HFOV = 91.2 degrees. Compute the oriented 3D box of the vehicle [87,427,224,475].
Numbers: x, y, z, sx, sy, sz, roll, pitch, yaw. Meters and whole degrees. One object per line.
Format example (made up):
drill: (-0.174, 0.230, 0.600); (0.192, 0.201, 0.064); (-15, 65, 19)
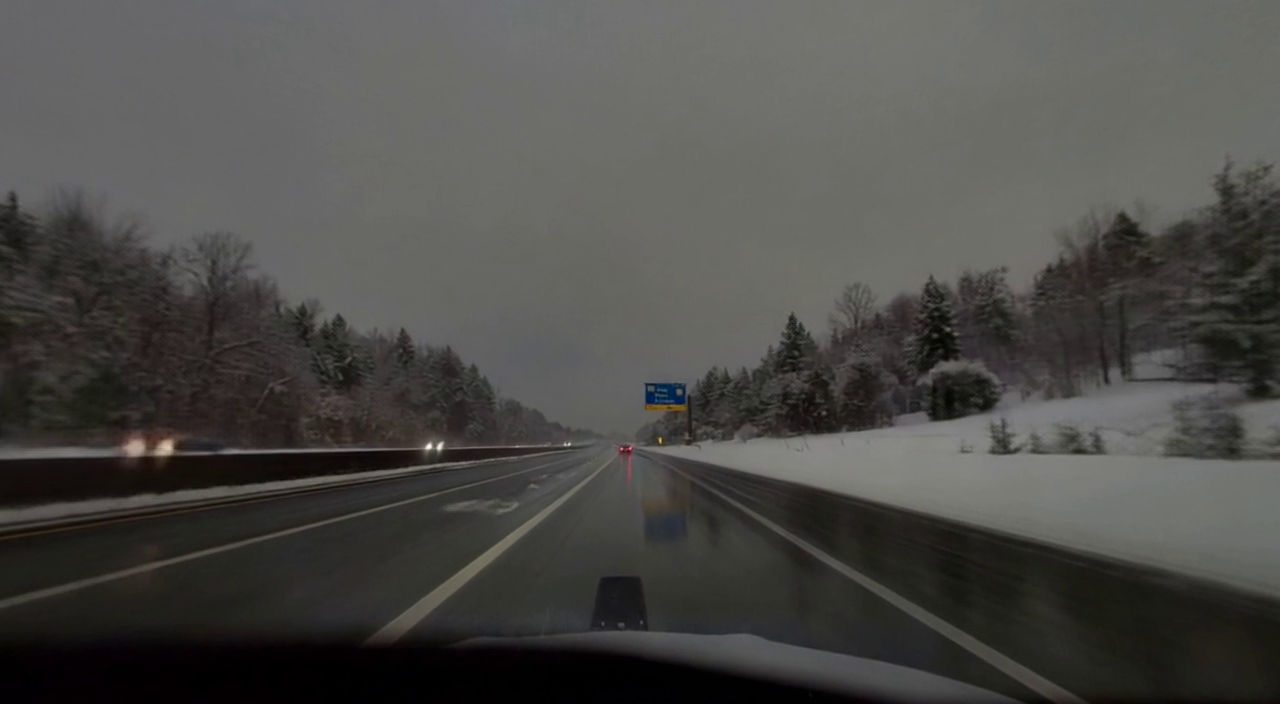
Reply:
vehicle: (-21.242, 4.372, 27.855); (2.056, 1.882, 4.990); (0, -9, 0)
